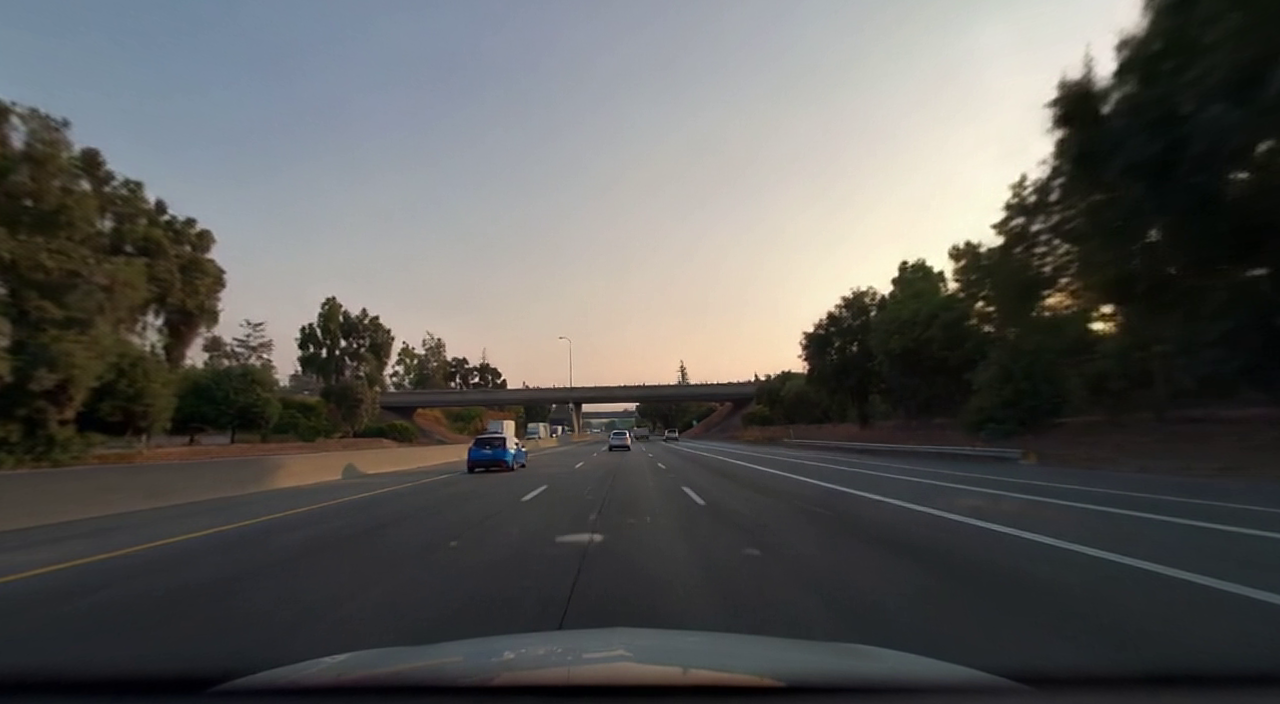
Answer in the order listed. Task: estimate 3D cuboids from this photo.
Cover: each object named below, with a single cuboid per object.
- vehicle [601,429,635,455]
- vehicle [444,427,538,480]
[{"bbox_3d":[-1.424,5.938,41.755,2.116,1.625,4.004,0,-8,0],"label":"vehicle"},{"bbox_3d":[-4.743,3.288,20.757,2.017,1.537,4.496,0,-8,0],"label":"vehicle"}]
